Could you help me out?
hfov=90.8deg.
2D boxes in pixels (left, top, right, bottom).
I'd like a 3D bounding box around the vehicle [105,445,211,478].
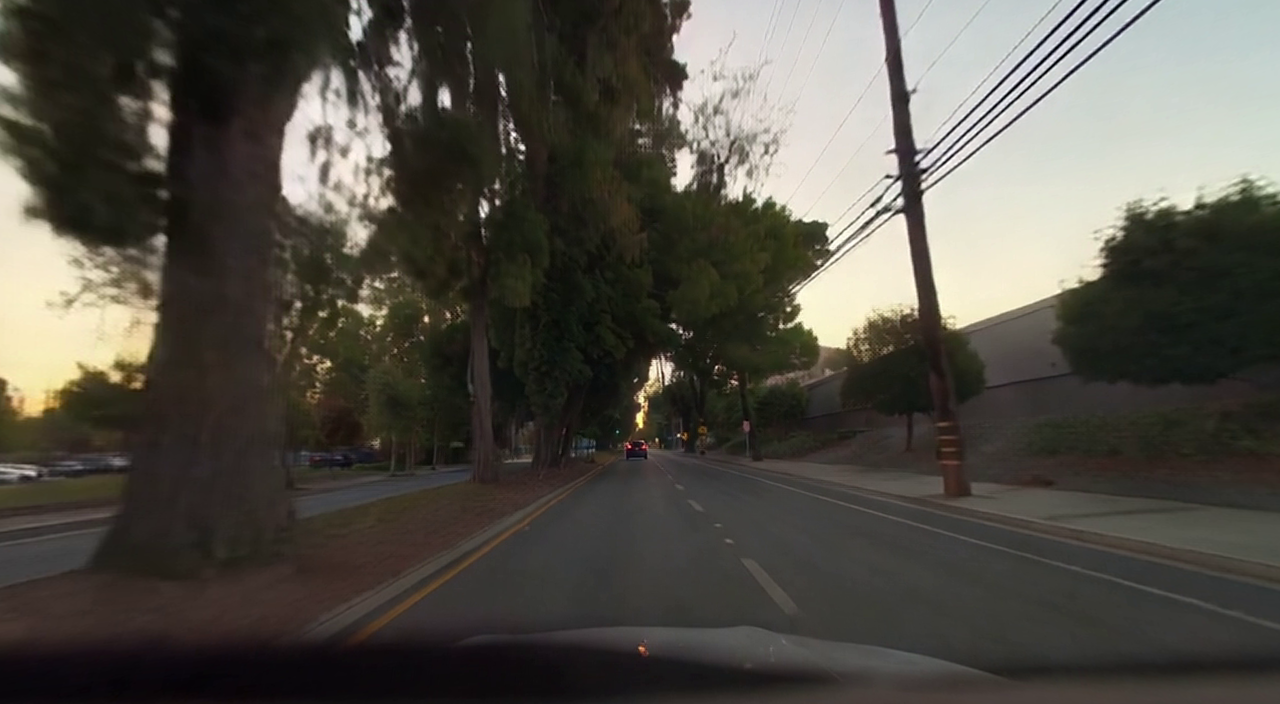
[{"bbox_3d":[-33.789,7.693,44.390,5.614,1.886,2.254,-3,-8,0],"label":"vehicle"}]
